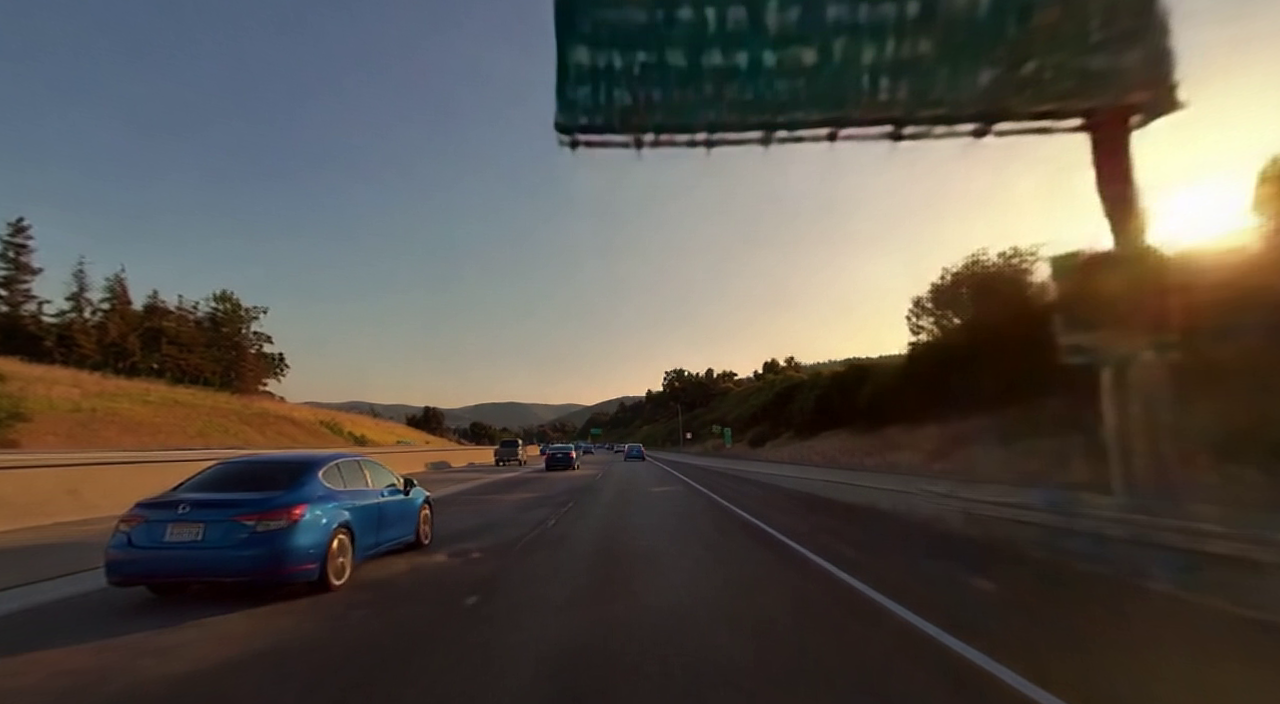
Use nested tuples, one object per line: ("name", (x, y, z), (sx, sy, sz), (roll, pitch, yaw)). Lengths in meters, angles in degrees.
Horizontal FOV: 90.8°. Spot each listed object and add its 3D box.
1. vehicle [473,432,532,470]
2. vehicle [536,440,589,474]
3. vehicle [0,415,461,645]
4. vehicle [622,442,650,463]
("vehicle", (-7.644, 5.576, 35.746), (2.171, 1.982, 5.246), (0, -8, -1))
("vehicle", (-3.699, 5.093, 30.816), (2.068, 1.501, 4.395), (0, -8, -1))
("vehicle", (-3.474, 1.508, 6.454), (2.025, 1.506, 4.429), (0, -8, 0))
("vehicle", (-0.364, 7.563, 47.645), (2.018, 1.508, 4.087), (0, -8, -2))
